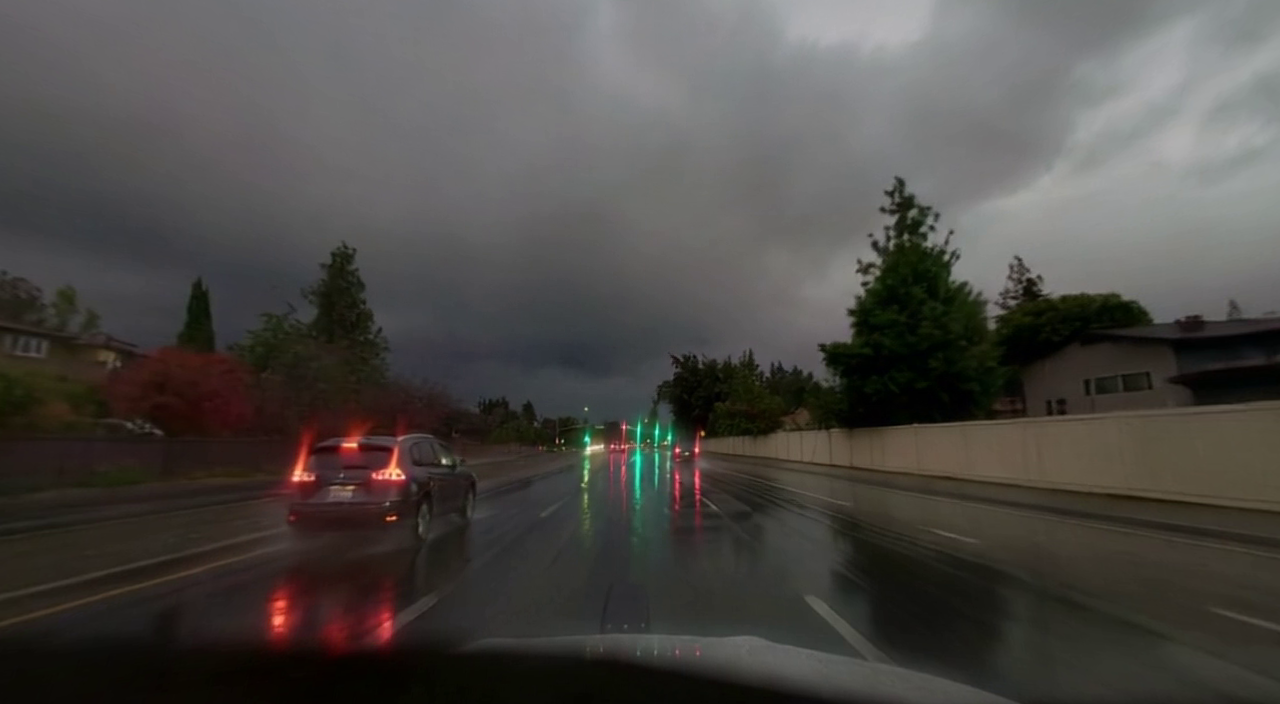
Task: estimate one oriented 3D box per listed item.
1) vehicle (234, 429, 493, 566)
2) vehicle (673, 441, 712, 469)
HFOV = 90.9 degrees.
[{"bbox_3d":[-3.654,1.976,9.417,1.966,1.524,4.410,0,-8,-2],"label":"vehicle"},{"bbox_3d":[3.424,6.827,42.020,2.114,1.780,4.445,0,-8,-1],"label":"vehicle"}]
